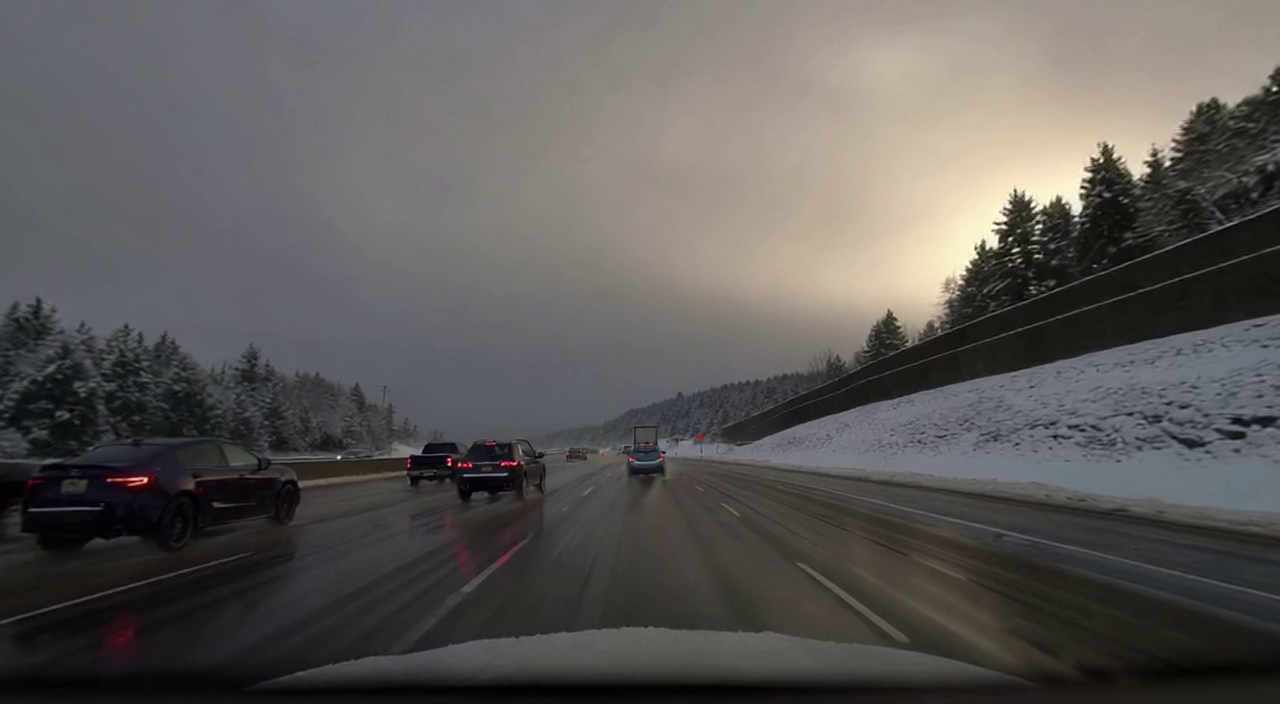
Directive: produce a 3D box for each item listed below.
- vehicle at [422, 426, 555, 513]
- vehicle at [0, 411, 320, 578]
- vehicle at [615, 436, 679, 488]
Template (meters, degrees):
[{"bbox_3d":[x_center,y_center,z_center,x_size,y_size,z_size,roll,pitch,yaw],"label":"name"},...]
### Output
[{"bbox_3d":[-3.485,2.807,15.543,2.093,1.820,4.506,0,-9,1],"label":"vehicle"},{"bbox_3d":[-7.053,1.899,9.231,2.215,1.797,4.666,0,-9,0],"label":"vehicle"},{"bbox_3d":[0.214,4.188,24.367,2.233,1.804,4.273,0,-9,-1],"label":"vehicle"}]
